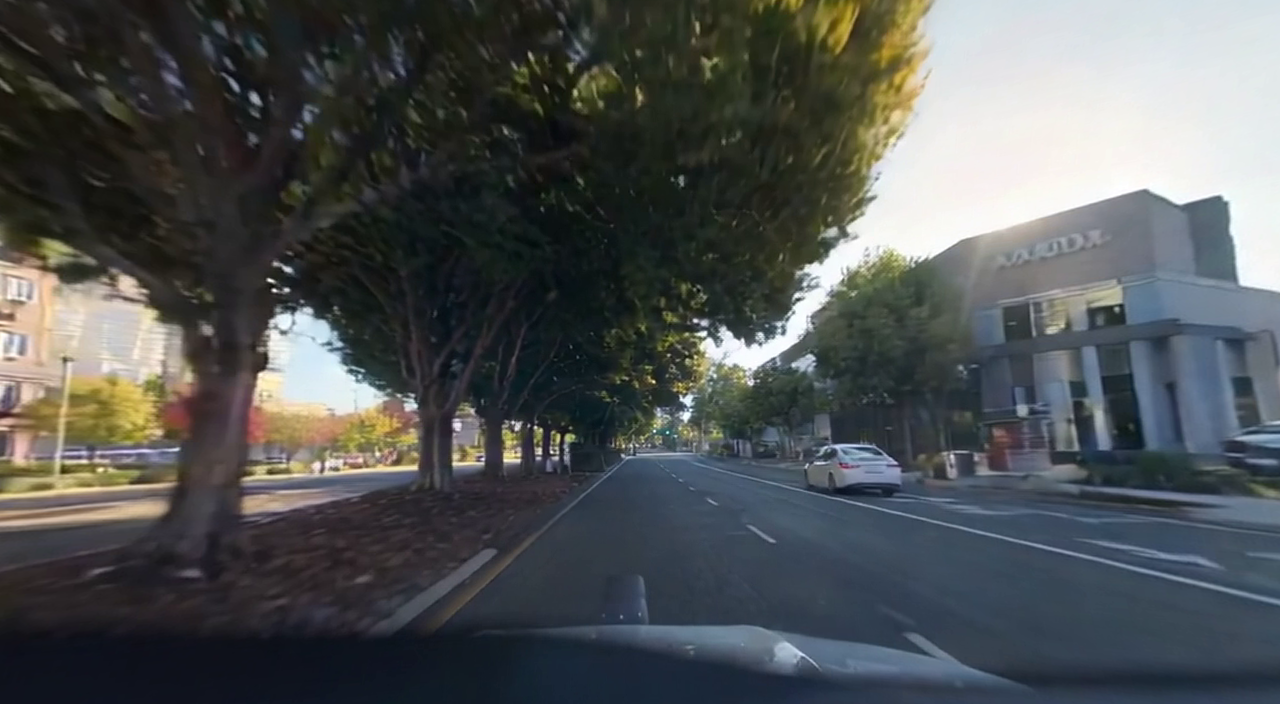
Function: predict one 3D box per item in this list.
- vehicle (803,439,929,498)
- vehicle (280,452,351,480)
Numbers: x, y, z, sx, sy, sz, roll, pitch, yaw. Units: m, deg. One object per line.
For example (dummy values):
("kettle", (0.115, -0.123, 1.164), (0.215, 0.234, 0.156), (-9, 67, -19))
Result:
("vehicle", (6.543, 3.406, 18.952), (1.913, 1.504, 4.738), (0, -8, -1))
("vehicle", (-19.373, 6.812, 37.963), (1.895, 1.458, 4.586), (-2, -9, 0))
